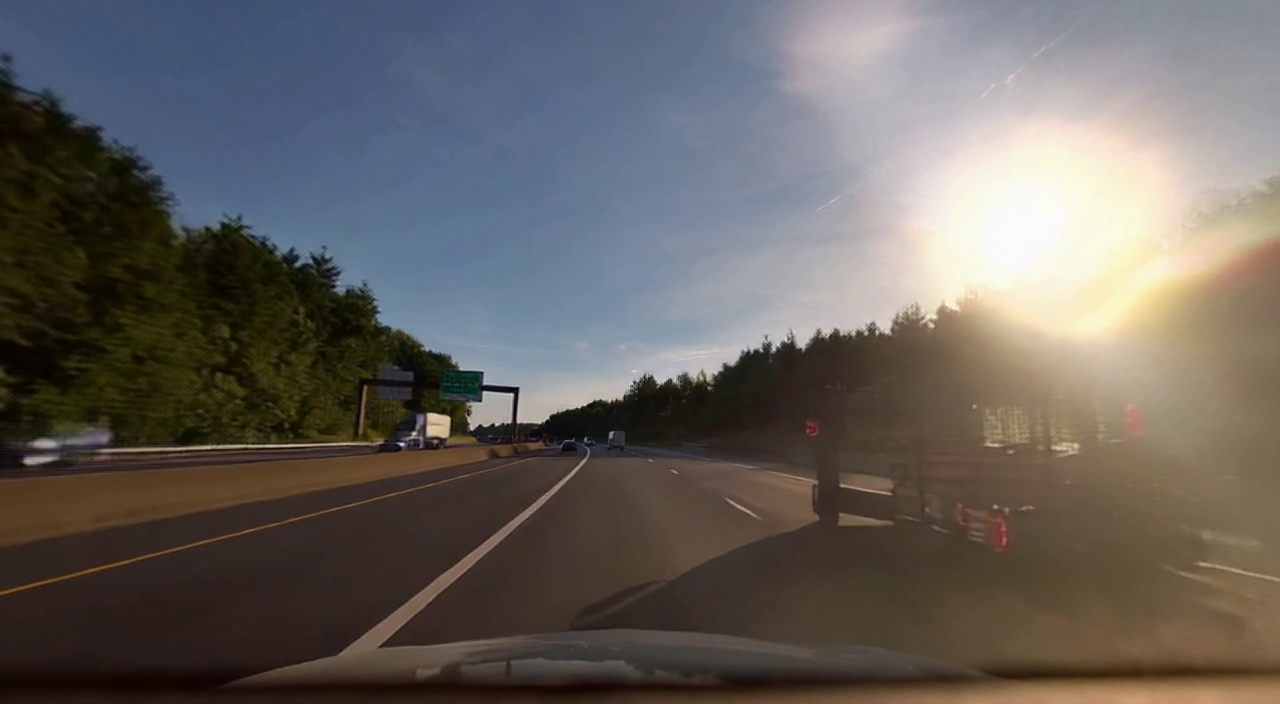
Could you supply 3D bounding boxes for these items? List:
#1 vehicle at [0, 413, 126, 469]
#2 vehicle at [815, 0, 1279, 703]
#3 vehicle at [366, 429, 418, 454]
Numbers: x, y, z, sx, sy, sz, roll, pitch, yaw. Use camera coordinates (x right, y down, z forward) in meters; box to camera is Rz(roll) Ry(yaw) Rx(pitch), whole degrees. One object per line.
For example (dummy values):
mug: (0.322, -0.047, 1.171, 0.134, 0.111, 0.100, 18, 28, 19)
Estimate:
vehicle: (-18.971, 2.788, 19.799, 1.905, 1.567, 4.492, 0, -8, -1)
vehicle: (4.042, 0.166, 6.007, 2.964, 3.950, 5.853, 0, -8, 0)
vehicle: (-15.736, 5.694, 40.214, 1.866, 1.528, 4.012, 1, -8, -4)
